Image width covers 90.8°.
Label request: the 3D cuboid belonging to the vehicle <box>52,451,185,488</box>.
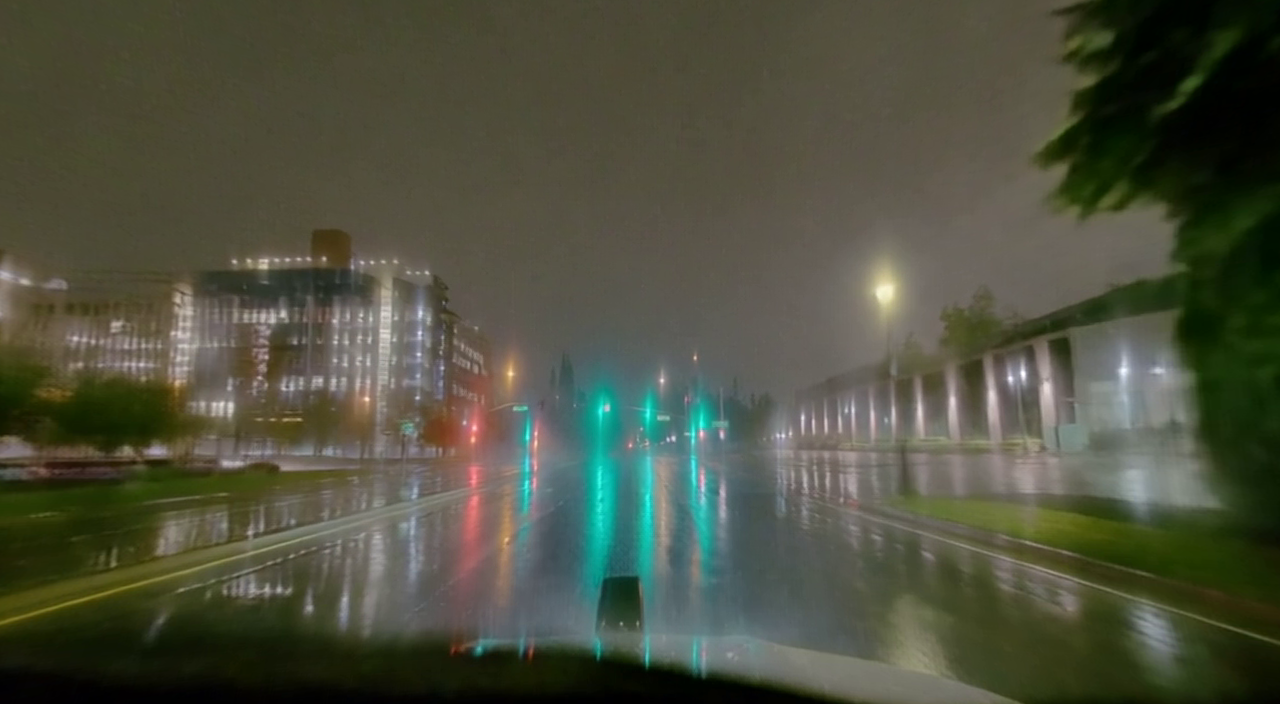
[{"bbox_3d":[-24.593,5.531,29.954,4.377,1.668,1.977,1,-8,-6],"label":"vehicle"}]

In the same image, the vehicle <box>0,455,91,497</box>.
[{"bbox_3d":[-24.687,4.806,24.588,4.600,1.506,2.143,0,-8,1],"label":"vehicle"}]
